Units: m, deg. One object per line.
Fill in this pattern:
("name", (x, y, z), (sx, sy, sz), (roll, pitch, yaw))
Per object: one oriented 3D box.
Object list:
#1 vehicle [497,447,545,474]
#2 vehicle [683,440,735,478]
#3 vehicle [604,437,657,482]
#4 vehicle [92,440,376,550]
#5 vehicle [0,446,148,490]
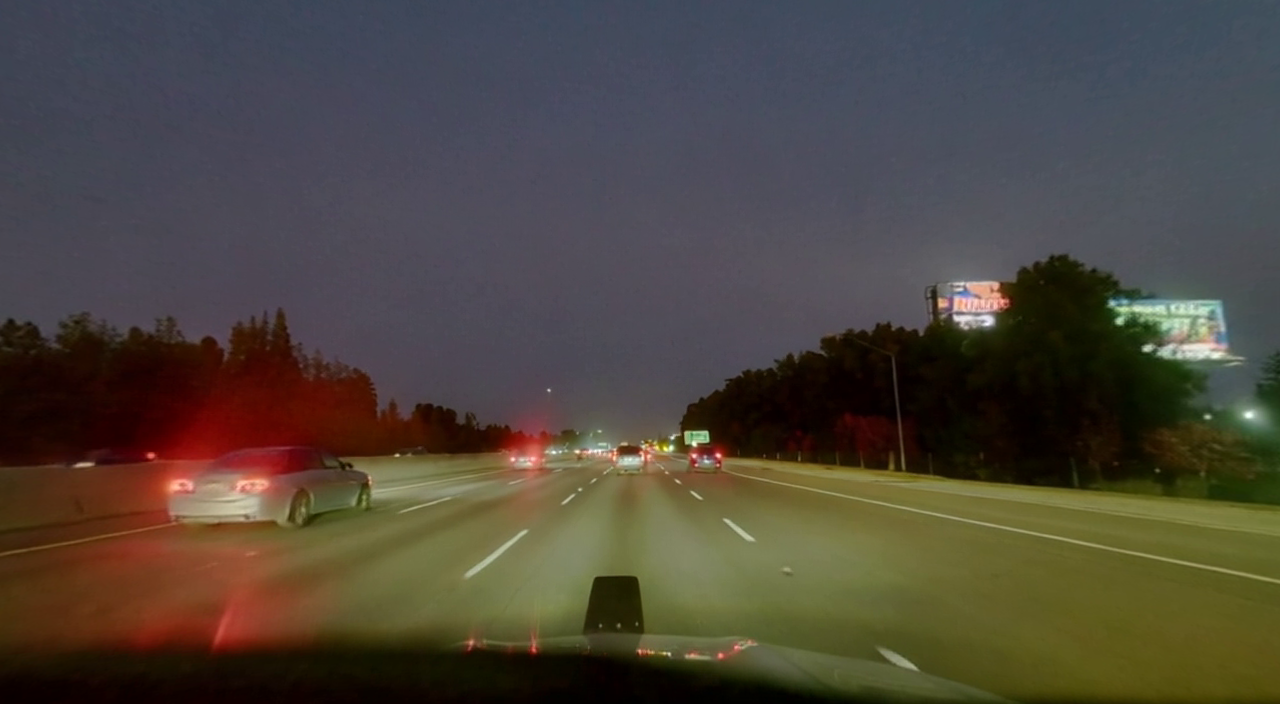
("vehicle", (-6.997, 6.379, 37.388), (1.892, 1.468, 4.792), (0, -8, 0))
("vehicle", (3.304, 5.217, 30.987), (1.925, 1.716, 4.378), (0, -8, -2))
("vehicle", (-0.408, 4.684, 27.762), (2.127, 1.749, 4.776), (0, -8, 0))
("vehicle", (-6.668, 2.352, 11.198), (1.918, 1.509, 4.736), (0, -8, 0))
("vehicle", (-22.467, 4.580, 25.233), (1.872, 1.576, 4.421), (0, -8, 0))
